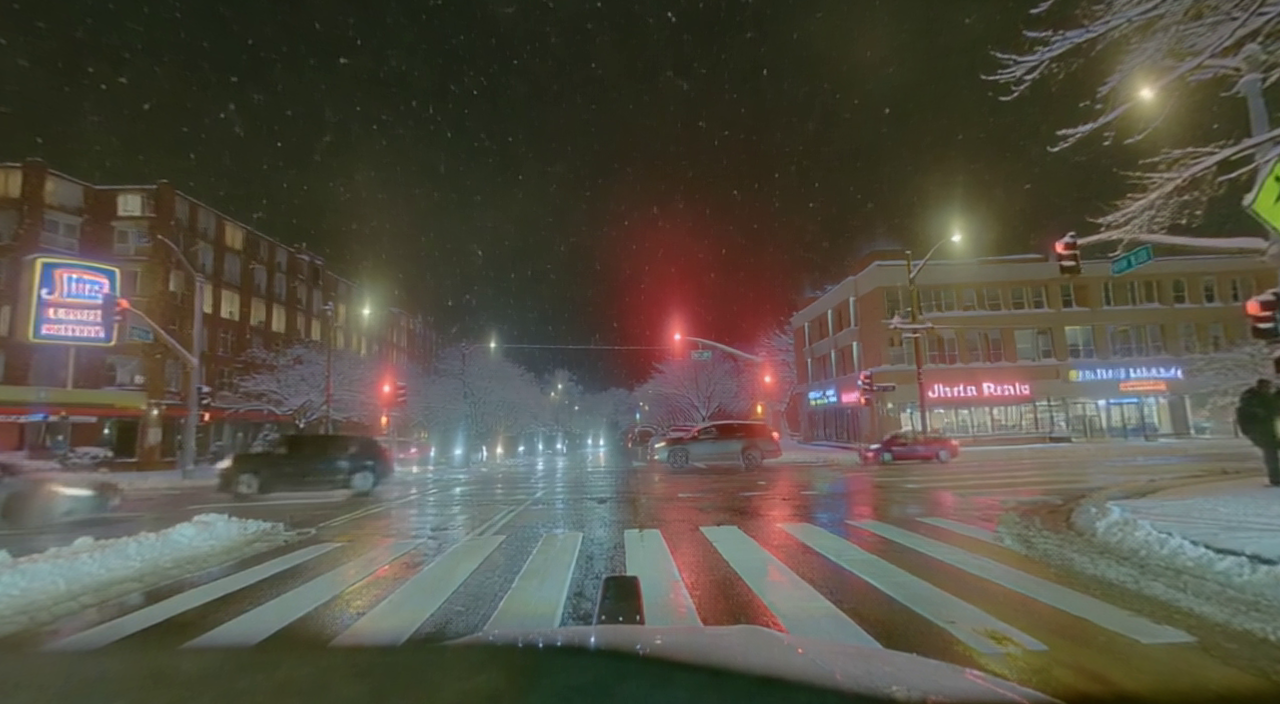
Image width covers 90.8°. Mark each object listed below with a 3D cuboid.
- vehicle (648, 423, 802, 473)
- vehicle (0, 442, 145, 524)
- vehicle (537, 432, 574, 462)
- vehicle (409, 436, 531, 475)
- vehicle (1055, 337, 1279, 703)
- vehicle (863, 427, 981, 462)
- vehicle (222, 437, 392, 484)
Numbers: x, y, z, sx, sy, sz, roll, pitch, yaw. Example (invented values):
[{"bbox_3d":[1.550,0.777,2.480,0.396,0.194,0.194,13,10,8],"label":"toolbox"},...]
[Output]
[{"bbox_3d":[2.688,3.108,20.540,4.612,1.521,1.811,1,-9,-9],"label":"vehicle"},{"bbox_3d":[-13.001,2.526,12.404,4.758,1.480,1.849,1,-8,-8],"label":"vehicle"},{"bbox_3d":[-5.105,5.803,38.679,1.976,1.683,4.117,0,-8,-4],"label":"vehicle"},{"bbox_3d":[-6.629,4.072,25.056,4.461,1.443,1.715,1,-9,-9],"label":"vehicle"},{"bbox_3d":[3.017,0.609,0.869,1.866,1.654,4.354,0,-8,0],"label":"vehicle"},{"bbox_3d":[12.412,4.086,27.955,4.475,1.458,1.681,1,-9,-7],"label":"vehicle"},{"bbox_3d":[-11.023,3.611,21.232,4.643,1.476,1.820,1,-9,-8],"label":"vehicle"}]
